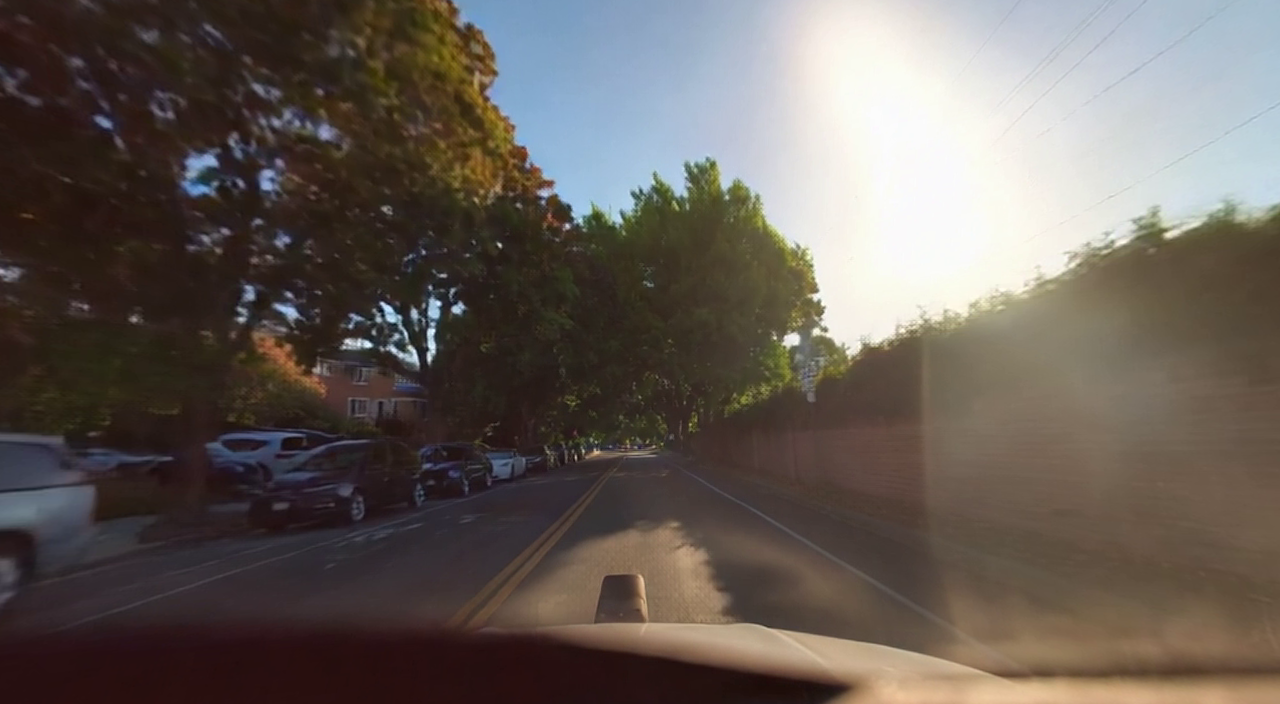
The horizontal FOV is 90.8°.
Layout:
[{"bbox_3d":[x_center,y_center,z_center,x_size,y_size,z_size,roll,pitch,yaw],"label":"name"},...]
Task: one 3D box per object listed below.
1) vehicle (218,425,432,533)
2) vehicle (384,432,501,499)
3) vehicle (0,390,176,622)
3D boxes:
[{"bbox_3d":[-6.325,2.555,13.516,2.009,1.820,4.821,1,-8,1],"label":"vehicle"},{"bbox_3d":[-6.138,3.546,20.379,1.976,1.805,5.123,1,-8,1],"label":"vehicle"},{"bbox_3d":[-6.185,1.102,4.112,2.109,1.847,5.553,0,-8,0],"label":"vehicle"}]
